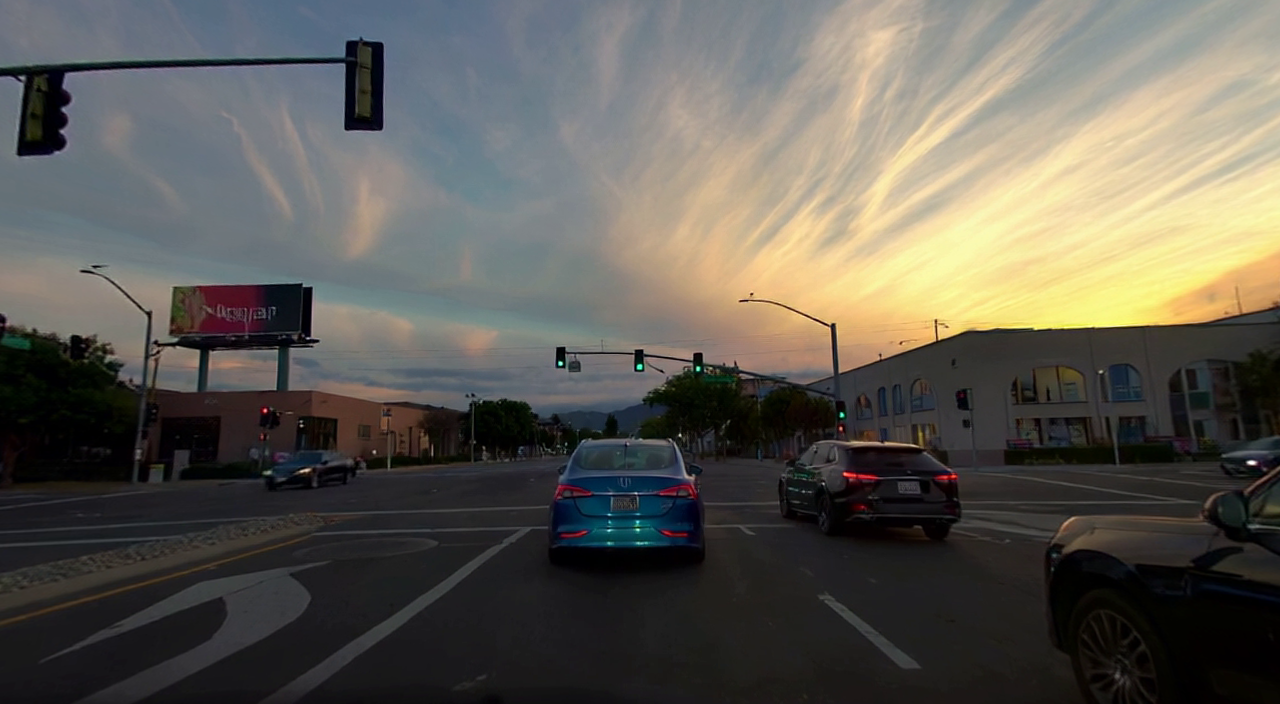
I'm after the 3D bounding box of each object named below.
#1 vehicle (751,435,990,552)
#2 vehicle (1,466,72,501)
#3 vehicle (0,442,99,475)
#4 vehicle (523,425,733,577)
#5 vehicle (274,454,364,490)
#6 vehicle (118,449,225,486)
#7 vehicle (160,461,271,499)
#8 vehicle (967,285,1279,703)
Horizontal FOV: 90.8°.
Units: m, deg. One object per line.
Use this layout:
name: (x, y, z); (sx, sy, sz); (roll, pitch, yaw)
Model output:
vehicle: (3.221, 2.065, 10.009); (2.009, 1.414, 4.416); (0, -8, -2)
vehicle: (-27.999, 6.081, 29.449); (1.972, 1.433, 4.324); (8, -12, -39)
vehicle: (-35.727, 6.331, 37.715); (2.145, 1.797, 5.198); (-1, -9, 1)
vehicle: (-0.138, 1.788, 8.348); (2.095, 1.502, 3.873); (0, -8, 0)
vehicle: (-14.638, 5.449, 29.097); (1.817, 1.442, 4.371); (0, -8, 0)
vehicle: (-27.480, 6.759, 37.358); (2.300, 1.932, 5.056); (-1, -8, 2)
vehicle: (-19.075, 5.766, 28.701); (1.942, 1.453, 4.448); (0, -8, 0)
vehicle: (3.012, 0.633, 1.576); (2.047, 1.785, 4.357); (0, -8, 0)
